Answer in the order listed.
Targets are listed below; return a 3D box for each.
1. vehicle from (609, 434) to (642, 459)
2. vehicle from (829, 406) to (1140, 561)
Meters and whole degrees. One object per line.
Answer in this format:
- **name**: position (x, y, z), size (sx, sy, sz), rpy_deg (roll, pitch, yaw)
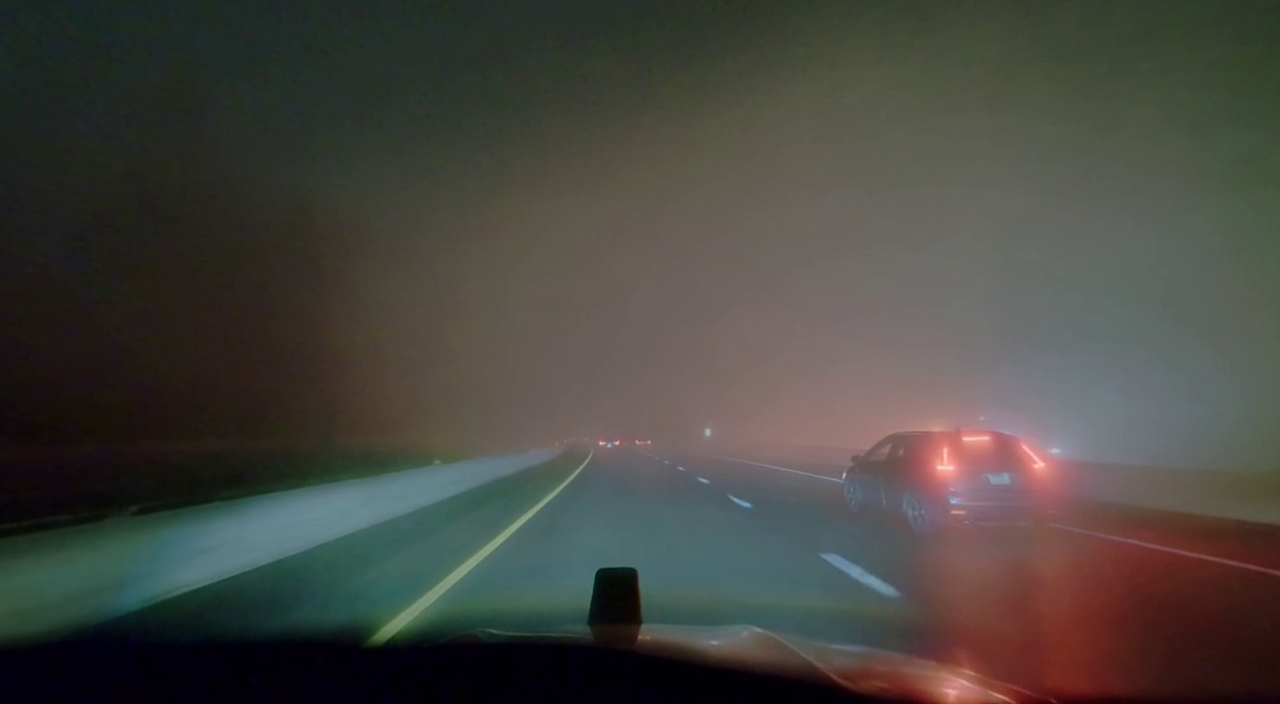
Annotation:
- **vehicle**: position (-0.984, 6.101, 40.765), size (1.998, 1.512, 3.735), rpy_deg (0, -8, -3)
- **vehicle**: position (3.973, 1.548, 8.105), size (1.852, 1.513, 3.652), rpy_deg (0, -8, -1)
